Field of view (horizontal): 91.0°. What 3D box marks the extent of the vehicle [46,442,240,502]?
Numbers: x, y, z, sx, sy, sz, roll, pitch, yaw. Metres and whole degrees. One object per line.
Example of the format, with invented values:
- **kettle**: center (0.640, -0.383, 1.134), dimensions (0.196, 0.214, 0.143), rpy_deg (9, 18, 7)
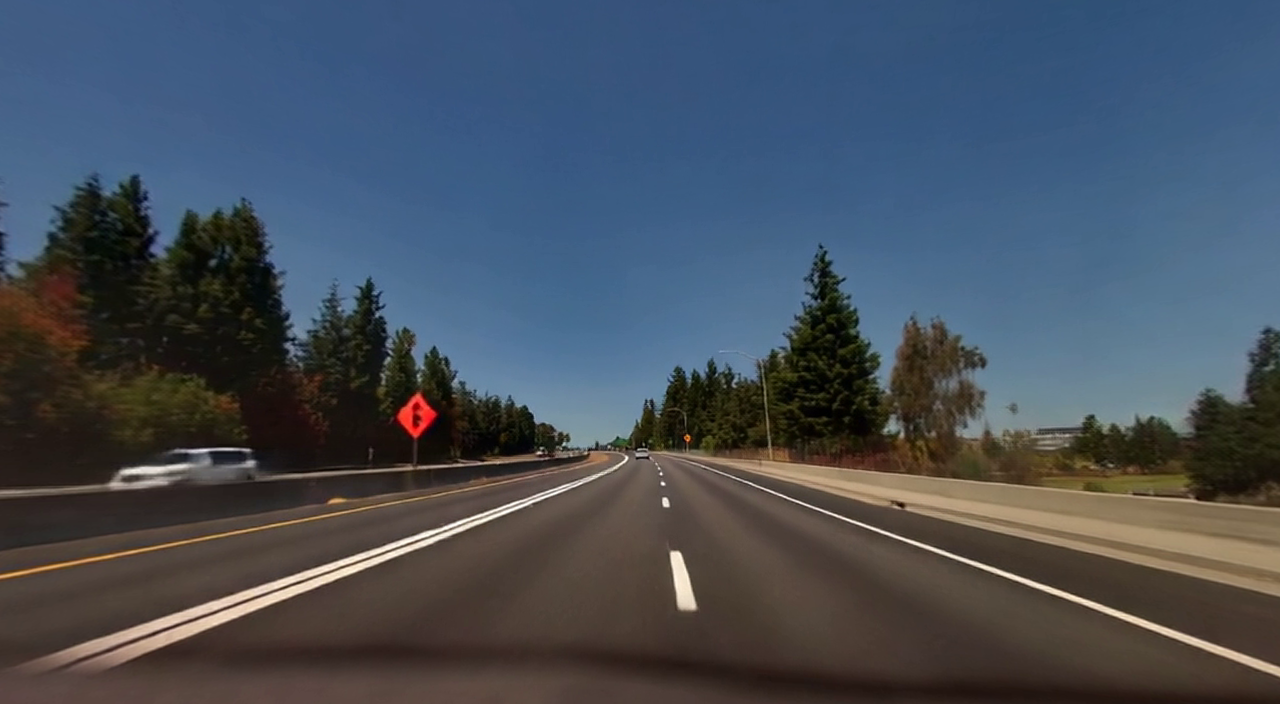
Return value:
- **vehicle**: center (-15.295, 3.702, 19.840), dimensions (2.035, 1.623, 4.812), rpy_deg (0, -9, 2)
